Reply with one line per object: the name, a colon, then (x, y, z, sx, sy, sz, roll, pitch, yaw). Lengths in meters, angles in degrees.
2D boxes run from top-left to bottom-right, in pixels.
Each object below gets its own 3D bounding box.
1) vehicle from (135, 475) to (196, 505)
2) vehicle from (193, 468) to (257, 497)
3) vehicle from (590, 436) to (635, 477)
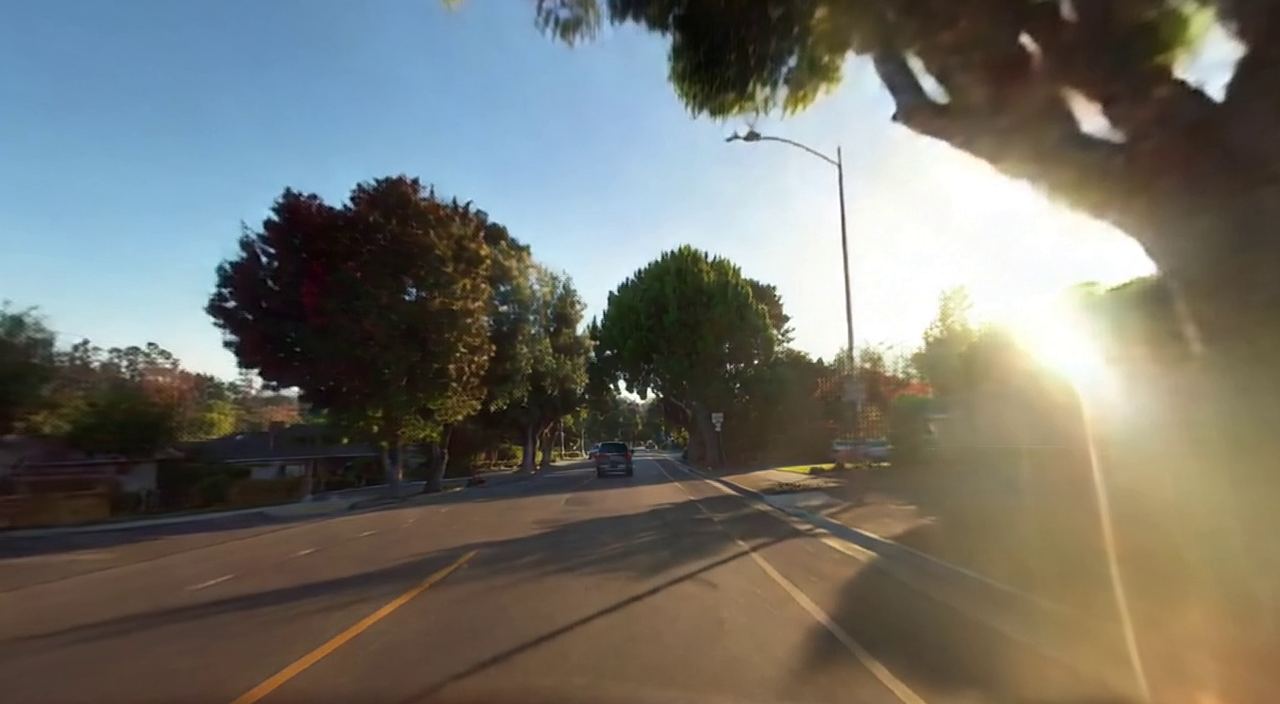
vehicle: (-29.965, 8.683, 40.033, 1.926, 1.552, 4.355, 3, -9, -21)
vehicle: (-31.068, 9.743, 47.295, 3.633, 1.696, 1.754, -6, -9, 0)
vehicle: (-1.412, 5.634, 34.287, 2.210, 2.023, 4.663, 0, -8, 0)
